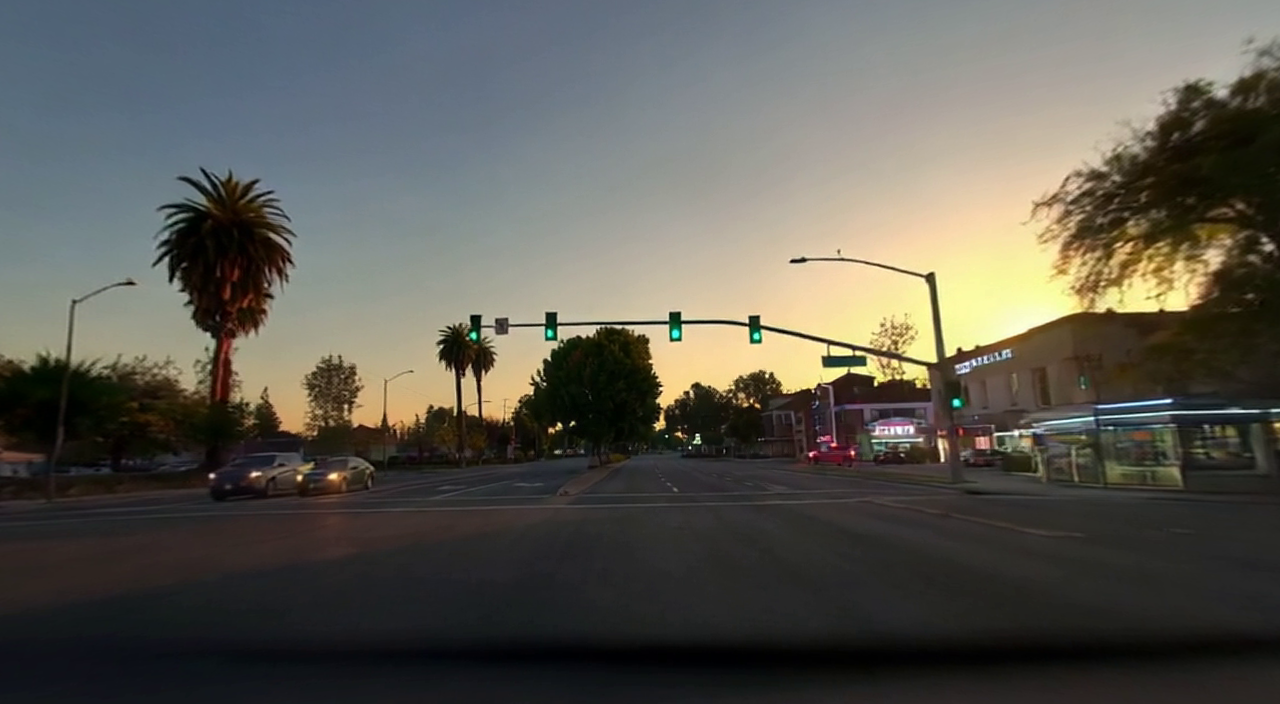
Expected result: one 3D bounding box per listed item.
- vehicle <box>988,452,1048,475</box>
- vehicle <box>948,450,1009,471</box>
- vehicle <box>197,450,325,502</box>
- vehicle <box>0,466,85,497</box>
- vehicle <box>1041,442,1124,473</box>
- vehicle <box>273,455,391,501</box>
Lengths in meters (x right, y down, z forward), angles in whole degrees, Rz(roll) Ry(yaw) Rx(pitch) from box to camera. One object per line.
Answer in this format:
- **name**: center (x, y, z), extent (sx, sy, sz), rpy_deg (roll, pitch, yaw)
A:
- **vehicle**: center (23.517, 6.940, 39.299), extent (3.142, 1.270, 1.464), rpy_deg (2, -9, -21)
- **vehicle**: center (22.597, 7.225, 42.161), extent (3.280, 1.344, 1.518), rpy_deg (2, -9, -12)
- **vehicle**: center (-14.541, 4.737, 24.669), extent (1.976, 1.758, 4.986), rpy_deg (0, -9, -1)
- **vehicle**: center (-35.272, 7.489, 36.796), extent (1.906, 1.528, 4.535), rpy_deg (0, -9, -2)
- **vehicle**: center (24.506, 5.852, 35.014), extent (3.381, 1.424, 2.059), rpy_deg (0, -12, -23)
- **vehicle**: center (-11.242, 4.605, 23.487), extent (2.019, 1.434, 4.622), rpy_deg (0, -9, 0)
